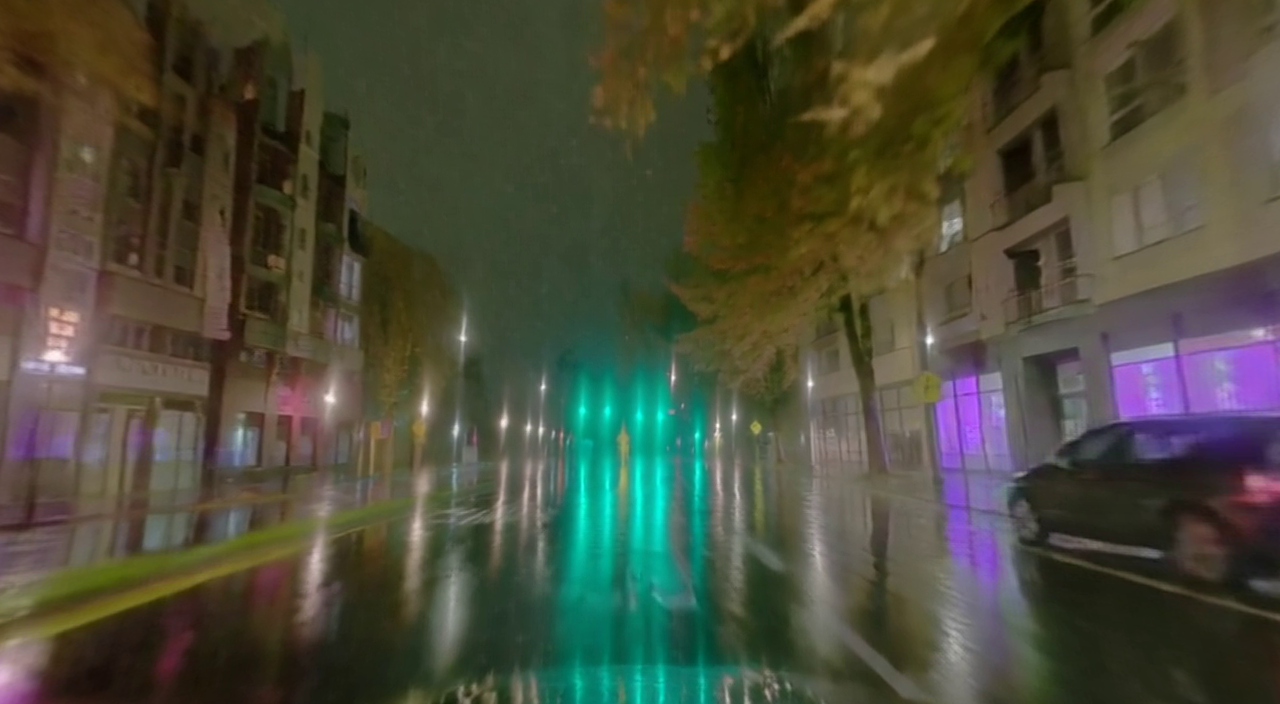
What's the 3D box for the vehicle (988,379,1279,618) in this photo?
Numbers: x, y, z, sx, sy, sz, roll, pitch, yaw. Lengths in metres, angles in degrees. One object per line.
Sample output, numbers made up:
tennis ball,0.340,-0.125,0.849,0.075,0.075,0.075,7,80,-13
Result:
vehicle,6.123,1.386,6.460,2.112,1.894,4.910,0,-9,-2
